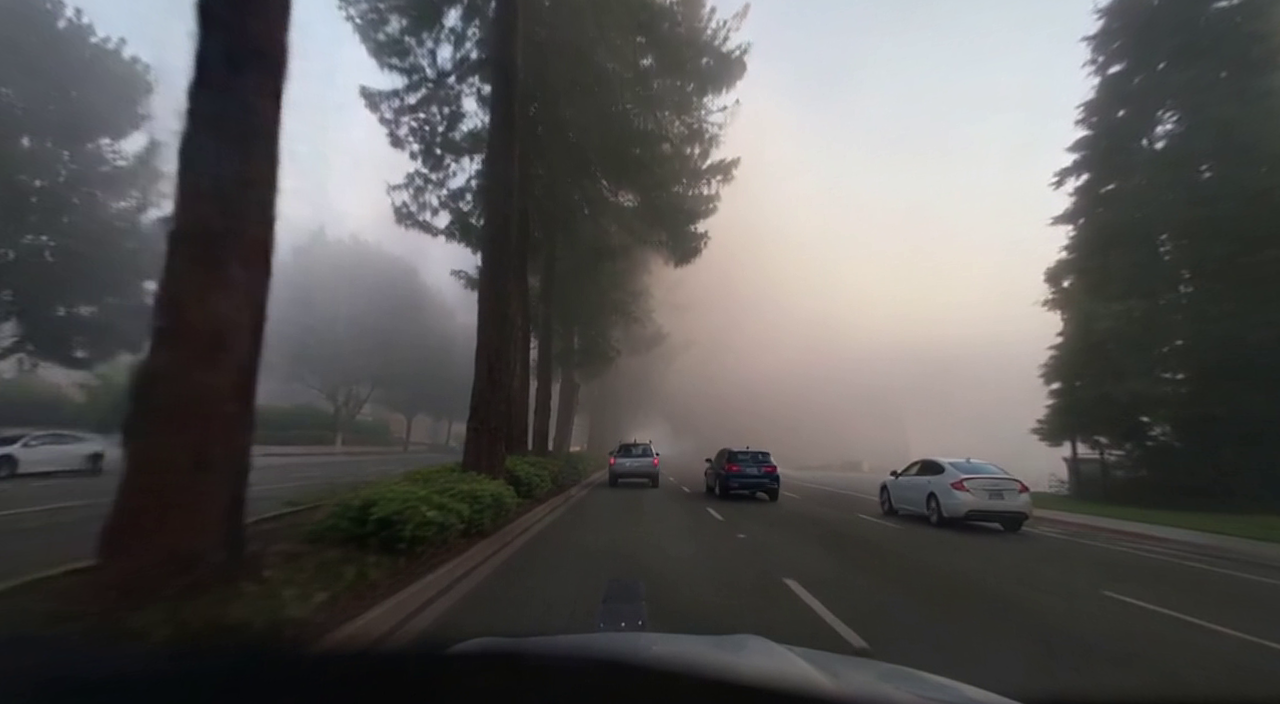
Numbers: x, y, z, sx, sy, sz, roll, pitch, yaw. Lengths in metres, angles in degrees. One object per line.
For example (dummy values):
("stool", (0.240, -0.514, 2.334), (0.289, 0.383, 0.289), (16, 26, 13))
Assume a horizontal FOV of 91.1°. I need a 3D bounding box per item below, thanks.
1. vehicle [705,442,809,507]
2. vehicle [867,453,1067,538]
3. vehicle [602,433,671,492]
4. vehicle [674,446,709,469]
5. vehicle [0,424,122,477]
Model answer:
("vehicle", (3.010, 3.230, 17.081), (1.932, 1.510, 4.168), (0, -8, -1))
("vehicle", (6.700, 2.940, 13.521), (1.944, 1.458, 4.268), (0, -8, -1))
("vehicle", (-0.110, 3.503, 20.291), (2.008, 1.674, 4.239), (0, -8, 0))
("vehicle", (3.451, 7.160, 42.699), (2.012, 1.462, 4.163), (0, -8, -1))
("vehicle", (-18.916, 3.010, 19.281), (1.851, 1.477, 4.891), (0, -8, -1))
